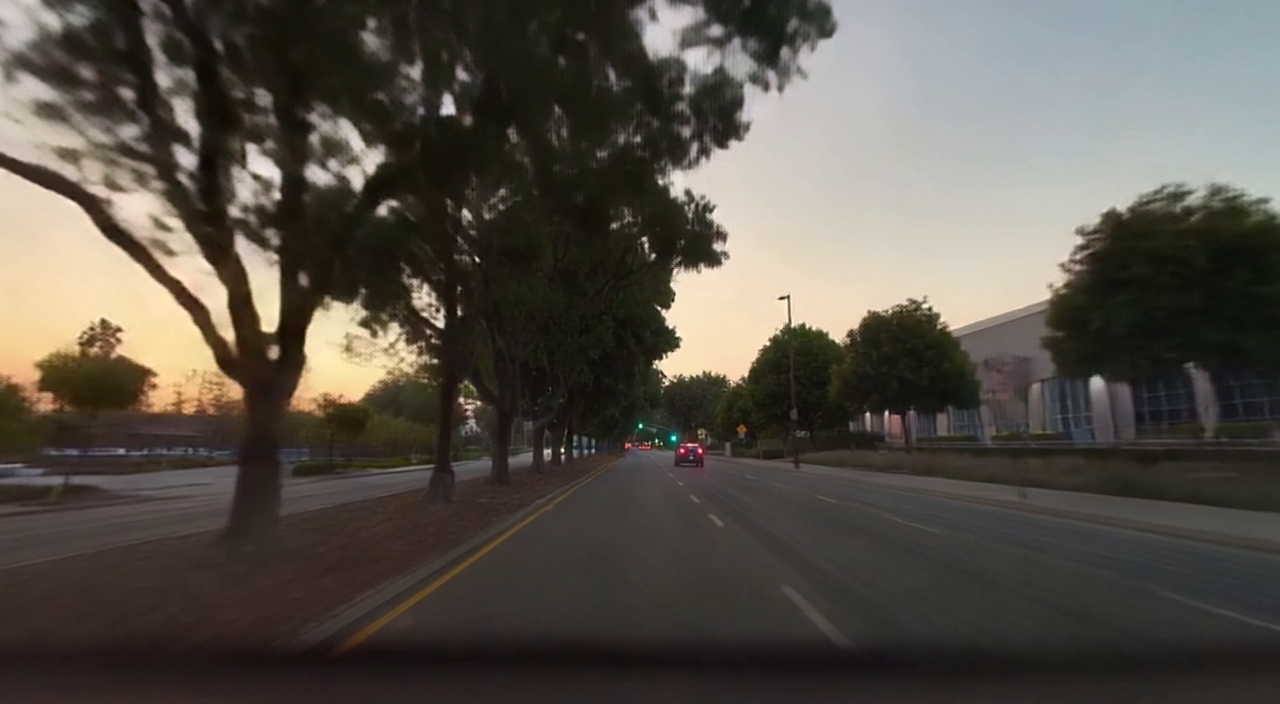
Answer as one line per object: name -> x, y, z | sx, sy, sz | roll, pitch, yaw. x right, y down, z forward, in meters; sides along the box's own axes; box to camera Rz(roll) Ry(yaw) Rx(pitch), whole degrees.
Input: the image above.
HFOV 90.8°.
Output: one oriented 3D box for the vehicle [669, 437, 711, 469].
vehicle -> 3.026, 6.273, 39.482 | 2.085, 1.828, 5.383 | 0, -8, -1
